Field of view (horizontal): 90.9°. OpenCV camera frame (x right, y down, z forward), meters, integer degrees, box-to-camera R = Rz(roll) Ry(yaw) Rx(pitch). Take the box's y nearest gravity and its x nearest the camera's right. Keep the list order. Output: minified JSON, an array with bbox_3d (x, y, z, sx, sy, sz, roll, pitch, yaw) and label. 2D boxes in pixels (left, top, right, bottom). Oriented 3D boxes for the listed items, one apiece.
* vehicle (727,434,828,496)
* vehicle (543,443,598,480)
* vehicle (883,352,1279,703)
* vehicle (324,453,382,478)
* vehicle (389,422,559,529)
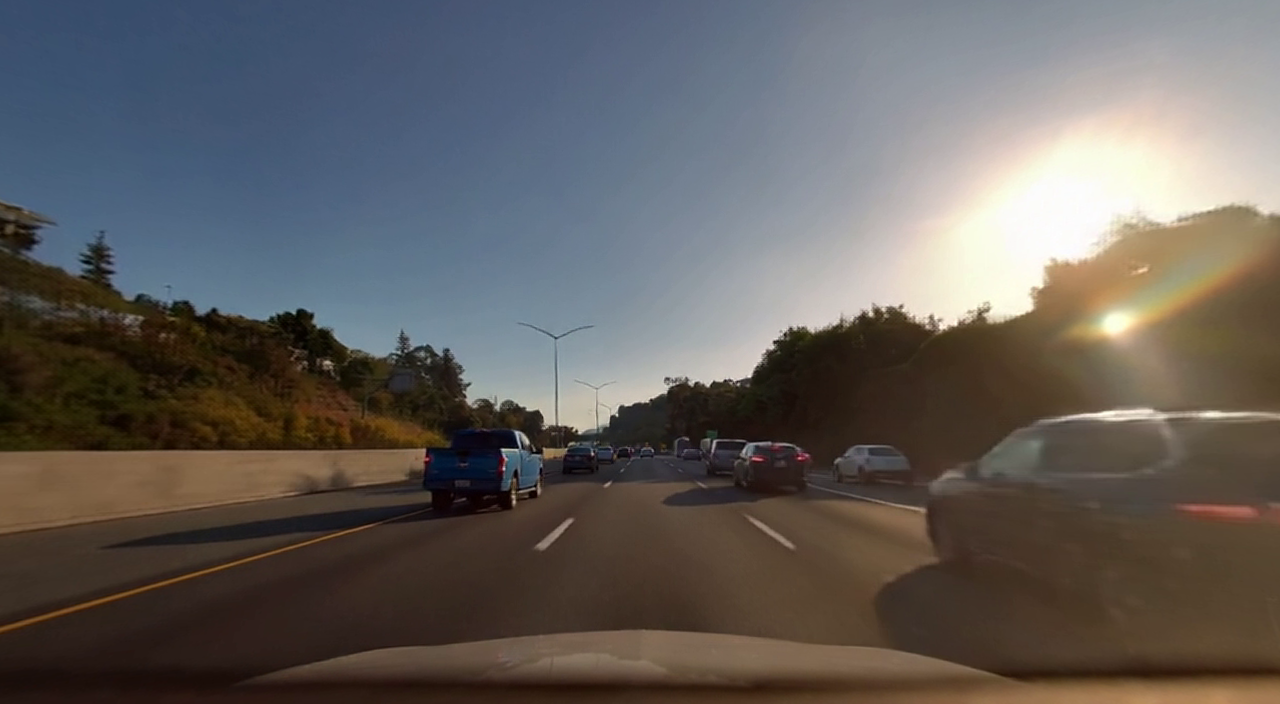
[{"bbox_3d":[4.085,3.436,19.659,2.023,1.670,4.869,0,-8,-1],"label":"vehicle"},{"bbox_3d":[-3.197,5.142,30.029,1.974,1.589,5.047,-1,-8,1],"label":"vehicle"},{"bbox_3d":[3.910,1.190,4.888,2.144,1.752,4.765,0,-8,0],"label":"vehicle"},{"bbox_3d":[-19.219,7.579,42.453,1.849,1.503,4.328,0,-8,0],"label":"vehicle"},{"bbox_3d":[-3.085,2.415,12.973,2.139,1.764,4.707,-1,-8,1],"label":"vehicle"}]
